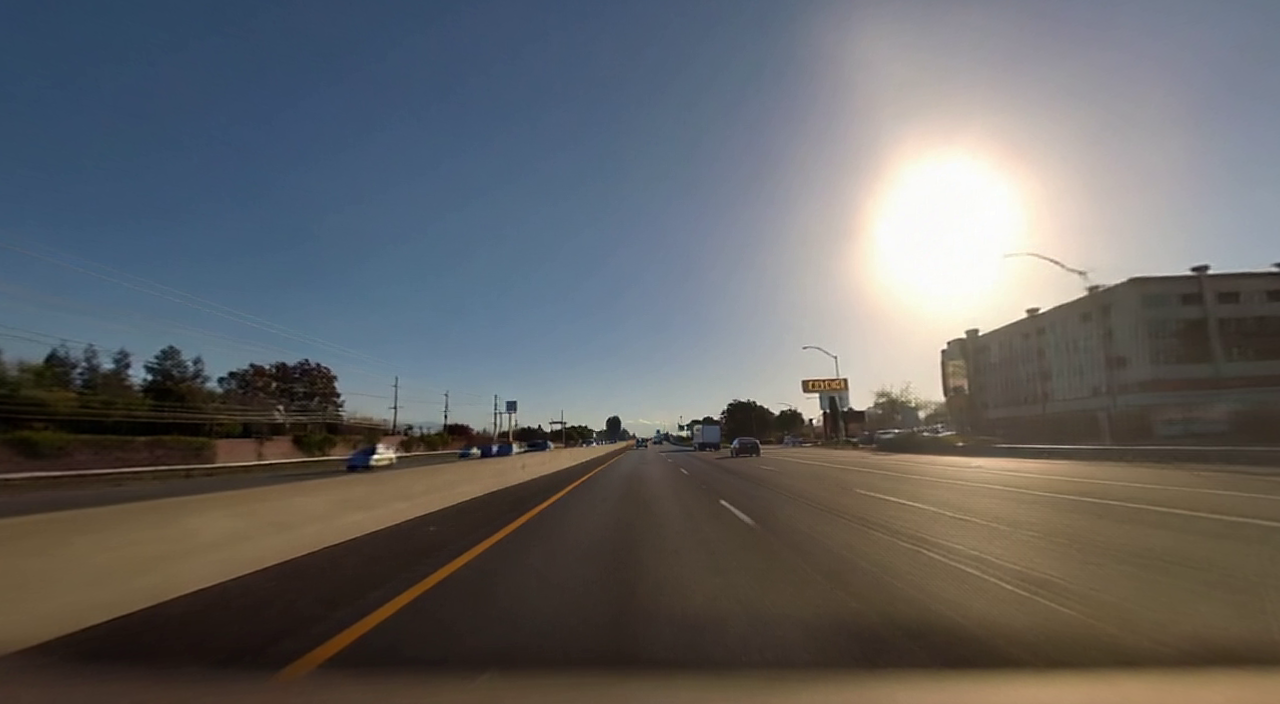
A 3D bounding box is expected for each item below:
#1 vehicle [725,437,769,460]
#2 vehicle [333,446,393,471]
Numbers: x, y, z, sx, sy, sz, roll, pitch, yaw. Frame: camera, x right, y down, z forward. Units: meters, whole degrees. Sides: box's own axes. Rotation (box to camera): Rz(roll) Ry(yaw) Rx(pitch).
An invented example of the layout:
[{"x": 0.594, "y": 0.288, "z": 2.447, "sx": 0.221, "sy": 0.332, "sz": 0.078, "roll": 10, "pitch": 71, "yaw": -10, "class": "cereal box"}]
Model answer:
[{"x": 7.305, "y": 6.656, "z": 43.418, "sx": 2.079, "sy": 1.518, "sz": 5.032, "roll": 0, "pitch": -8, "yaw": -1, "class": "vehicle"}, {"x": -21.900, "y": 8.407, "z": 49.891, "sx": 2.028, "sy": 1.784, "sz": 5.837, "roll": -1, "pitch": -8, "yaw": 1, "class": "vehicle"}]
